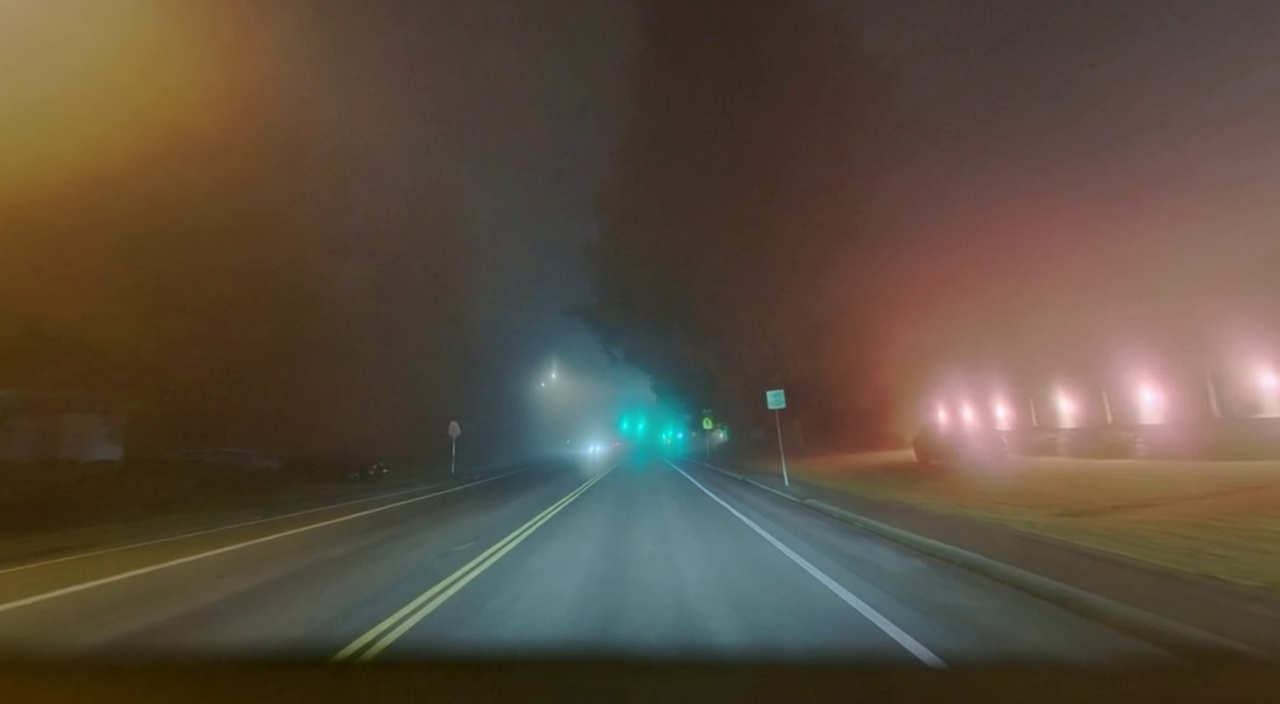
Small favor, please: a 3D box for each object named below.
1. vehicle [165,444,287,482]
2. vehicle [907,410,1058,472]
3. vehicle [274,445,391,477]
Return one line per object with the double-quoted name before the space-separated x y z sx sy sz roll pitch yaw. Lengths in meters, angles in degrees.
"vehicle" -19.062 5.109 29.147 4.233 1.623 1.943 -1 -8 2
"vehicle" 9.798 2.635 18.534 1.805 1.571 4.467 0 -8 -2
"vehicle" -15.192 5.415 31.302 4.787 1.474 1.967 -1 -8 3
